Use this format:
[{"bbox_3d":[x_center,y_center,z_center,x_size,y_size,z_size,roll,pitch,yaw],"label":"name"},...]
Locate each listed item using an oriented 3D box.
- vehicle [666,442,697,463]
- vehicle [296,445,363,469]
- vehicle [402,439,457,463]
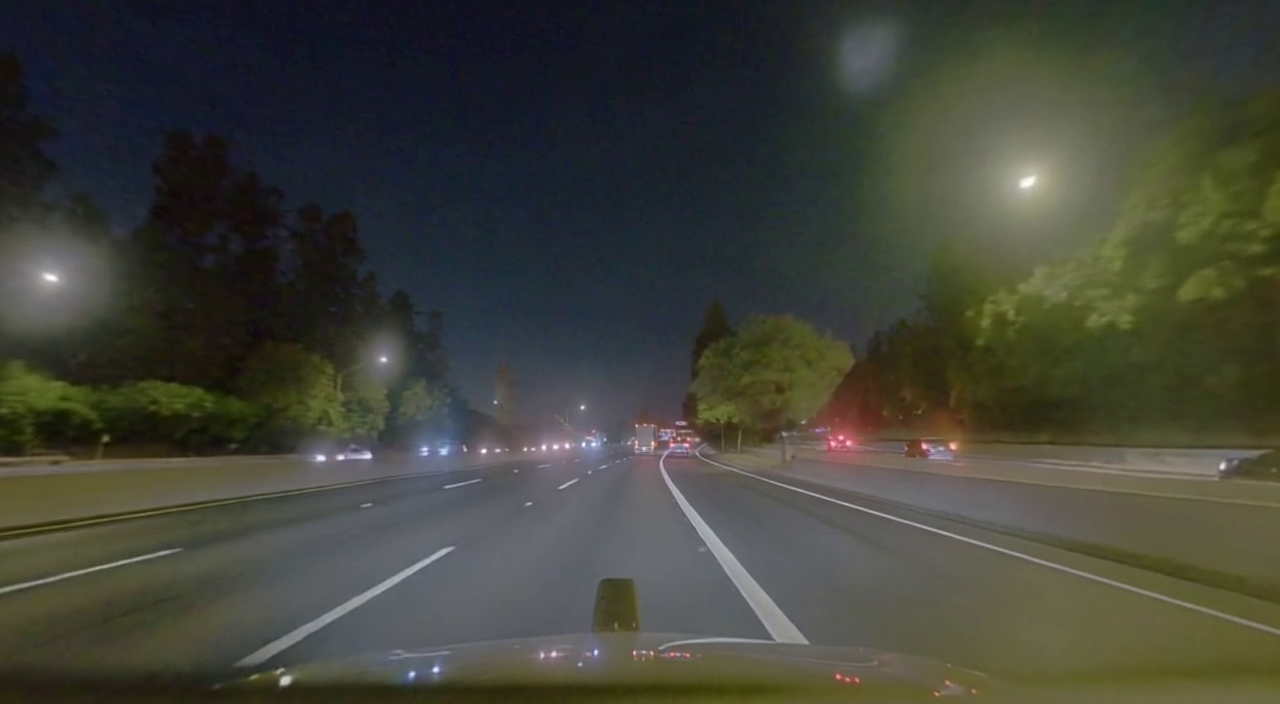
[{"bbox_3d":[3.135,7.657,48.347,2.069,1.476,4.197,0,-8,0],"label":"vehicle"},{"bbox_3d":[-19.203,6.494,39.255,1.851,1.353,4.215,0,-8,2],"label":"vehicle"},{"bbox_3d":[-15.742,7.429,47.671,2.153,1.671,5.278,0,-8,2],"label":"vehicle"}]
